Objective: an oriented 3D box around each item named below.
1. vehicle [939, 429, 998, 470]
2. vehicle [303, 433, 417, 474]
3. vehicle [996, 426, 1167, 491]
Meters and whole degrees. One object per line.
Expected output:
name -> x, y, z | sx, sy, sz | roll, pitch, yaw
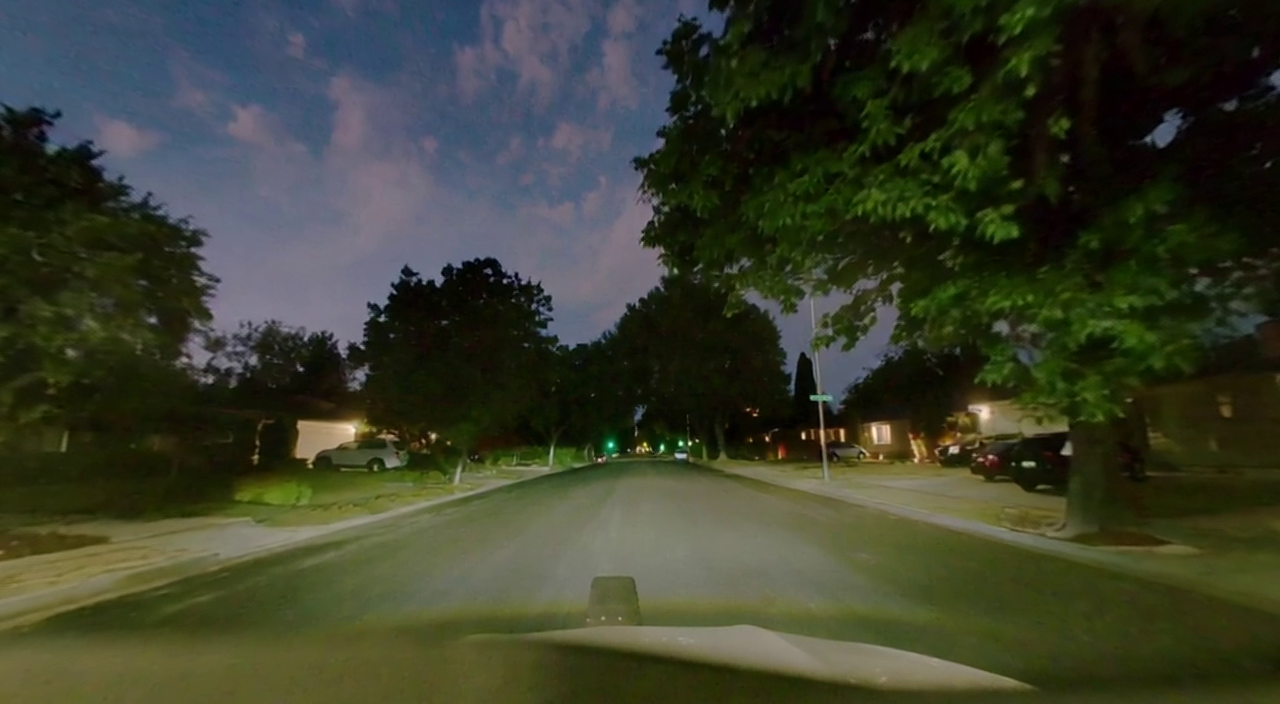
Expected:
vehicle -> 16.588, 4.957, 32.030 | 2.288, 1.880, 4.939 | -4, -10, 24
vehicle -> -15.035, 5.448, 34.145 | 2.575, 2.031, 5.155 | -4, -9, 23
vehicle -> 13.271, 3.157, 18.903 | 4.708, 1.727, 2.076 | 4, -10, -26
